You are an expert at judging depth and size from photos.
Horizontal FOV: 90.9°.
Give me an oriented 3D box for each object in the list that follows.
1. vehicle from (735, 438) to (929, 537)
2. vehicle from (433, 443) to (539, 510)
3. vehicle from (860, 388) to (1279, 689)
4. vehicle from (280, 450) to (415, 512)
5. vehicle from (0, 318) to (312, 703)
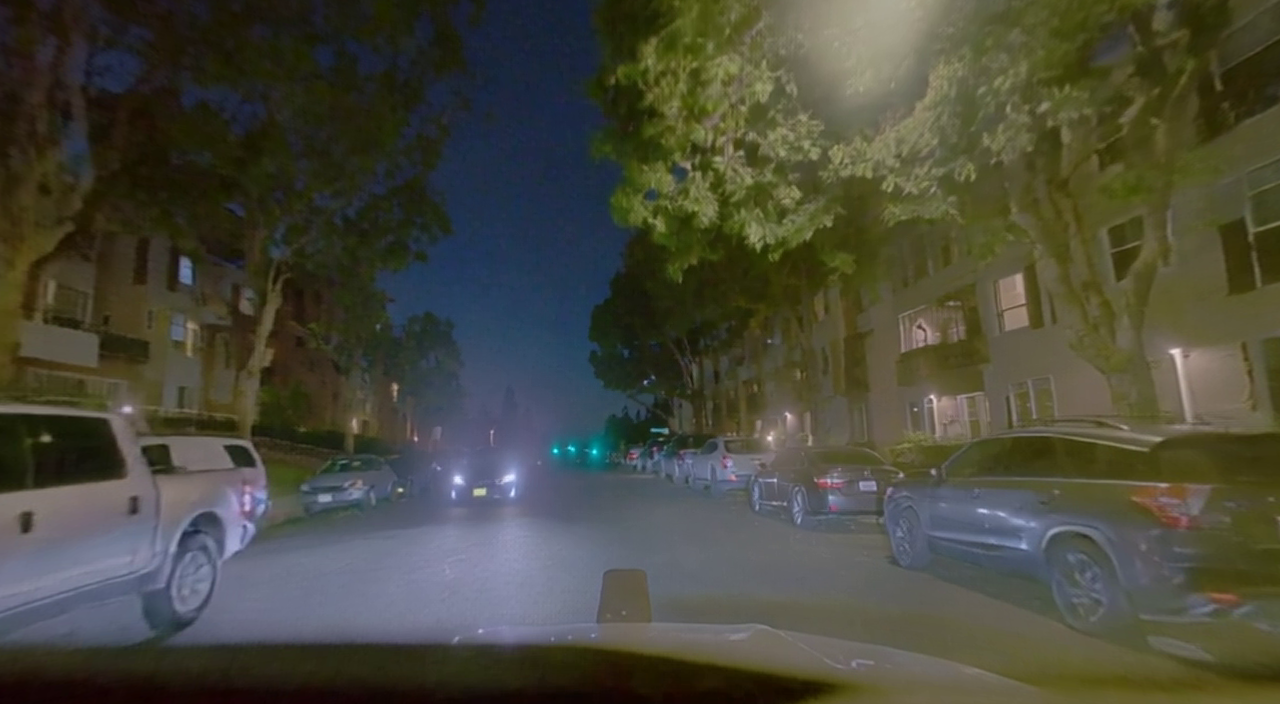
[{"bbox_3d":[3.434,2.499,12.363,1.876,1.538,4.447,1,-9,-8],"label":"vehicle"},{"bbox_3d":[-3.864,3.193,16.702,1.971,1.476,4.593,0,-9,-4],"label":"vehicle"},{"bbox_3d":[4.113,1.423,6.074,1.937,1.722,4.575,0,-9,-6],"label":"vehicle"},{"bbox_3d":[-8.088,3.559,17.983,2.119,1.476,4.588,1,-9,-7],"label":"vehicle"},{"bbox_3d":[-4.271,1.022,3.929,2.197,2.047,4.985,0,-9,-6],"label":"vehicle"}]
